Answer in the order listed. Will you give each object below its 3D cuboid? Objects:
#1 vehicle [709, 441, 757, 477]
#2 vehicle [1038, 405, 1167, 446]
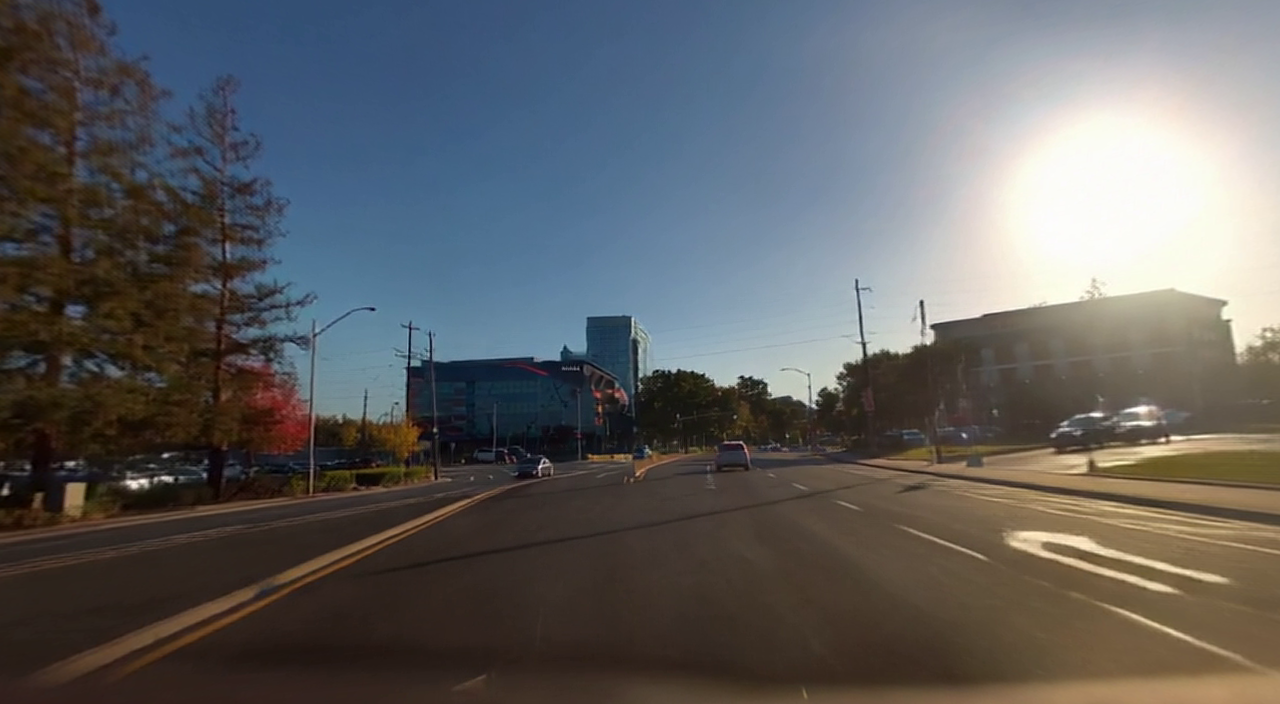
[{"bbox_3d":[4.646,5.425,32.133,2.181,1.639,4.127,-1,-9,6],"label":"vehicle"},{"bbox_3d":[22.215,3.583,30.518,4.359,1.849,2.152,-1,-9,6],"label":"vehicle"}]
